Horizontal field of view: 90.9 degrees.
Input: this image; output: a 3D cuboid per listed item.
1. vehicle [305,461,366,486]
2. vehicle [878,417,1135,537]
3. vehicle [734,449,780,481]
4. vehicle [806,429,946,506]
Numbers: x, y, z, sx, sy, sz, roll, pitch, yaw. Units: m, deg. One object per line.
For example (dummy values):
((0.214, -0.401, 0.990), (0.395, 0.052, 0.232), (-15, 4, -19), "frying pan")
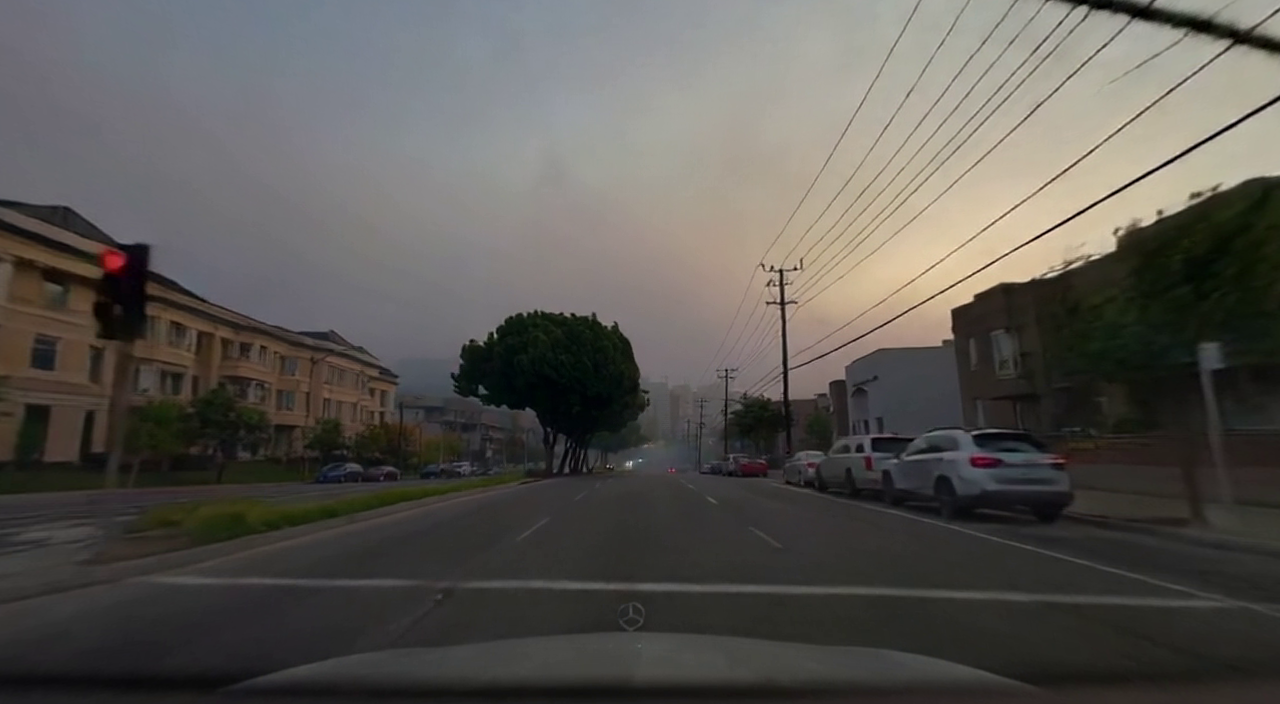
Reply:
((-22.201, 8.853, 46.139), (1.966, 1.595, 4.719), (0, -8, 1), "vehicle")
((6.807, 2.360, 12.596), (2.148, 1.904, 4.910), (0, -8, 0), "vehicle")
((7.220, 7.024, 39.339), (1.998, 1.819, 4.621), (0, -8, 0), "vehicle")
((6.741, 3.346, 18.781), (2.163, 1.949, 5.158), (0, -8, 0), "vehicle")
